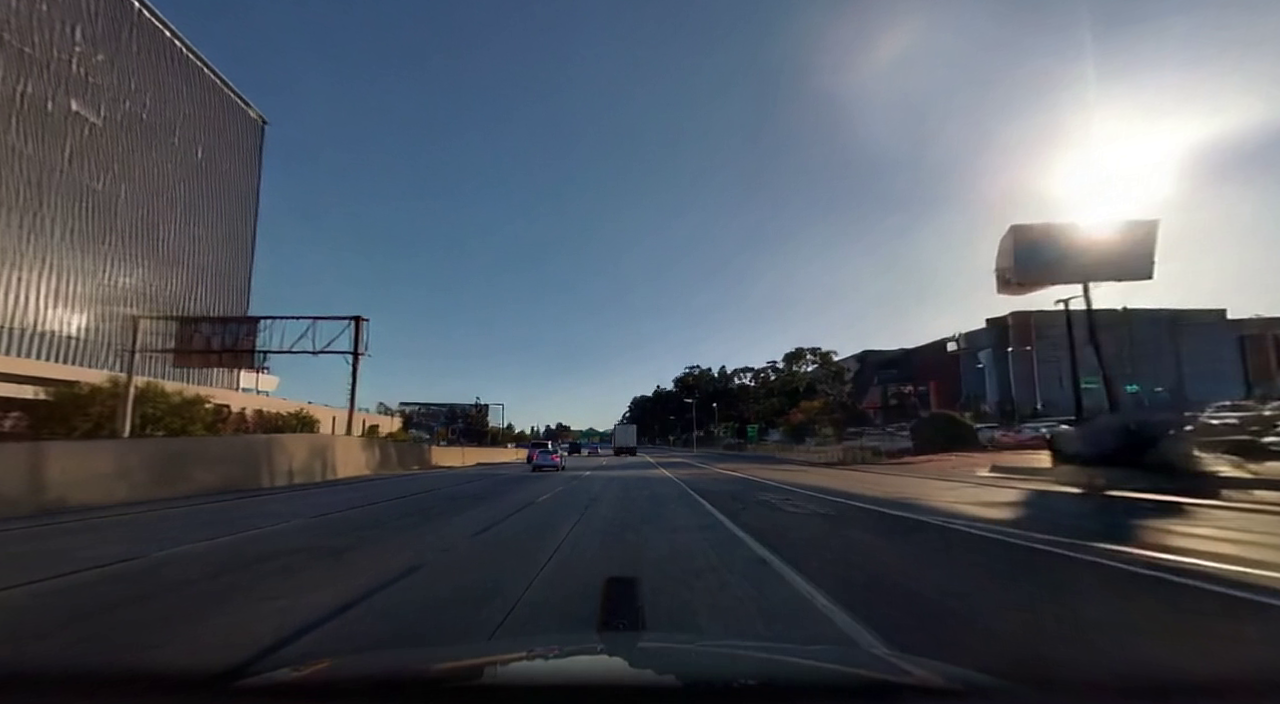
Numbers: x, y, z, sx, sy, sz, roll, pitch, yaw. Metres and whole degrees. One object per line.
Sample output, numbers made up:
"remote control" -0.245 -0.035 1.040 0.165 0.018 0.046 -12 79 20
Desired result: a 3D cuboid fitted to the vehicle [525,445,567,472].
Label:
"vehicle" -5.704 6.514 38.718 1.943 1.510 4.201 0 -9 -1
